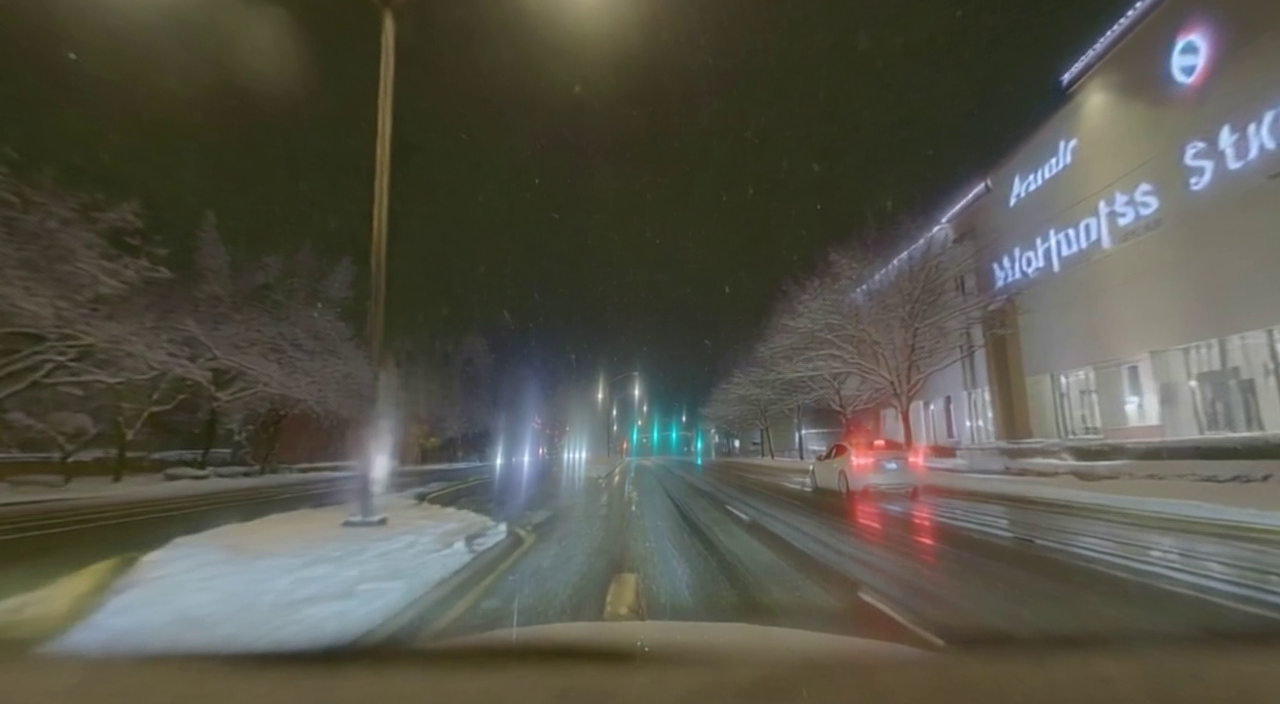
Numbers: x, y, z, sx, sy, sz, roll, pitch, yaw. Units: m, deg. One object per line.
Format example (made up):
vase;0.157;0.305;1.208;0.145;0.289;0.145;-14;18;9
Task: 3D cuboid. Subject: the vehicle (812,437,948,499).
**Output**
vehicle;6.602;3.240;18.074;1.913;1.504;4.738;0;-8;-1

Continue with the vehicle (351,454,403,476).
vehicle;-19.292;8.284;46.578;1.895;1.458;4.586;-3;-9;0
